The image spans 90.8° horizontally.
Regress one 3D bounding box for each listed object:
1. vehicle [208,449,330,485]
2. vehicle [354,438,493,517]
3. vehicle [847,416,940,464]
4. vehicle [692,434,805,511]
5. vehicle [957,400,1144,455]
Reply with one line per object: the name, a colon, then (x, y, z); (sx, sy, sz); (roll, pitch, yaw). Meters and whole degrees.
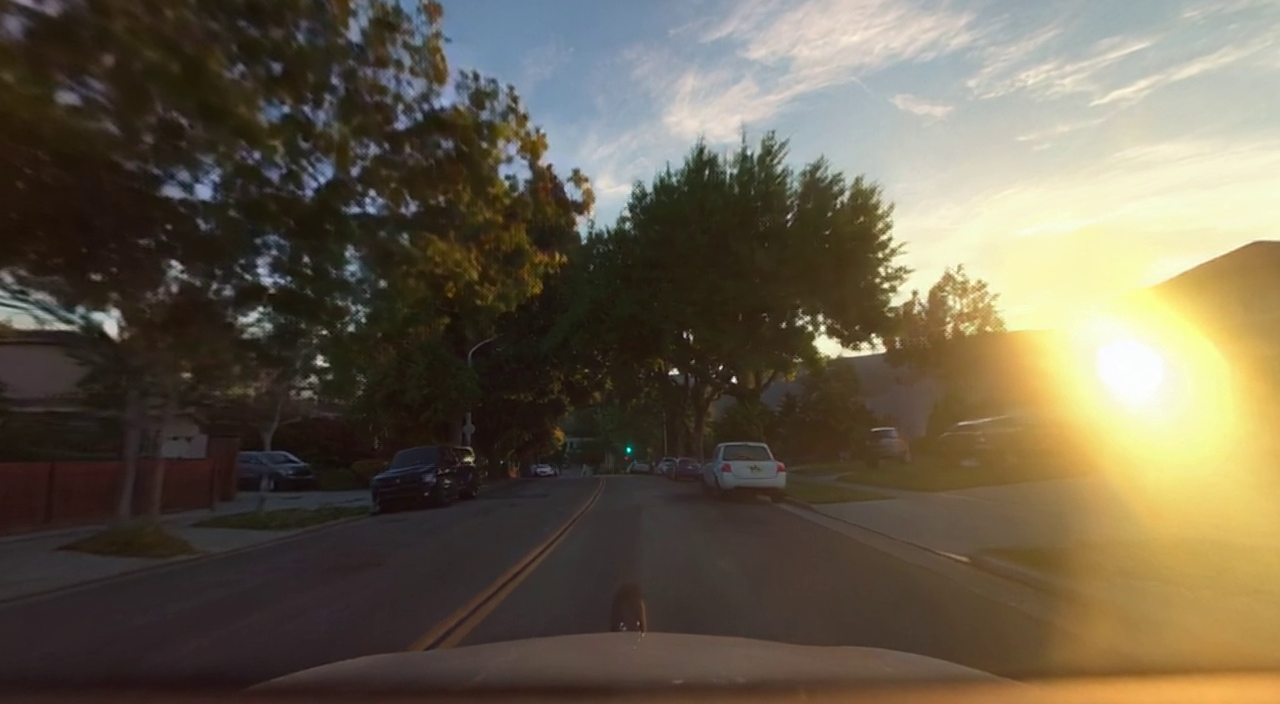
vehicle: (-16.290, 5.021, 27.784); (4.527, 1.466, 1.880); (-3, -9, 14)
vehicle: (-5.536, 3.208, 16.923); (2.155, 1.729, 4.799); (-1, -7, -2)
vehicle: (10.924, 3.769, 27.021); (2.100, 1.857, 4.611); (-8, -11, 42)
vehicle: (2.820, 3.281, 17.719); (2.229, 1.826, 4.611); (0, -8, -1)
vehicle: (13.272, 2.542, 20.772); (4.639, 1.634, 2.005); (-3, -10, 15)
